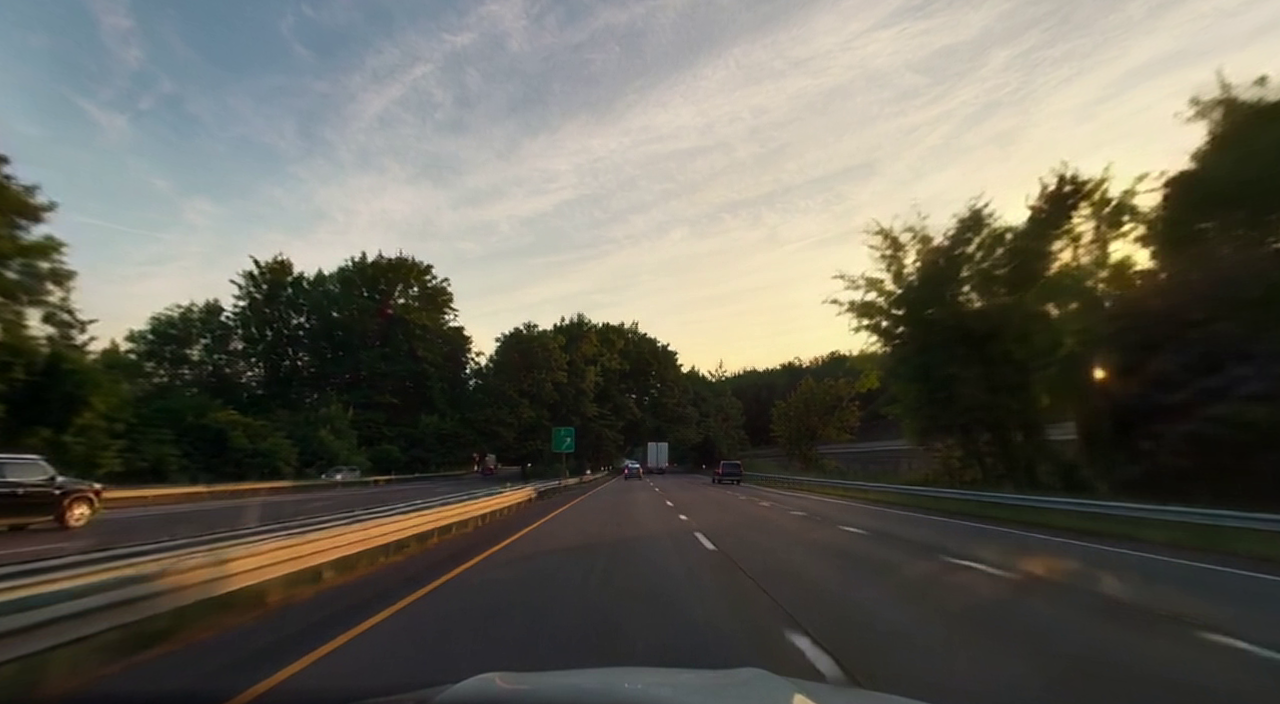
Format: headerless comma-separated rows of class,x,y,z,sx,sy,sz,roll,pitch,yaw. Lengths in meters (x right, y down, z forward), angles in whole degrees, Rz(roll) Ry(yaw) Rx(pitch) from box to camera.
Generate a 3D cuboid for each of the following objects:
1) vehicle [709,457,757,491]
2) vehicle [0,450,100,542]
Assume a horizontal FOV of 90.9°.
vehicle,5.189,6.913,35.821,1.998,1.776,4.663,1,-10,-1
vehicle,-12.309,2.445,10.646,1.952,1.618,4.859,1,-10,1
